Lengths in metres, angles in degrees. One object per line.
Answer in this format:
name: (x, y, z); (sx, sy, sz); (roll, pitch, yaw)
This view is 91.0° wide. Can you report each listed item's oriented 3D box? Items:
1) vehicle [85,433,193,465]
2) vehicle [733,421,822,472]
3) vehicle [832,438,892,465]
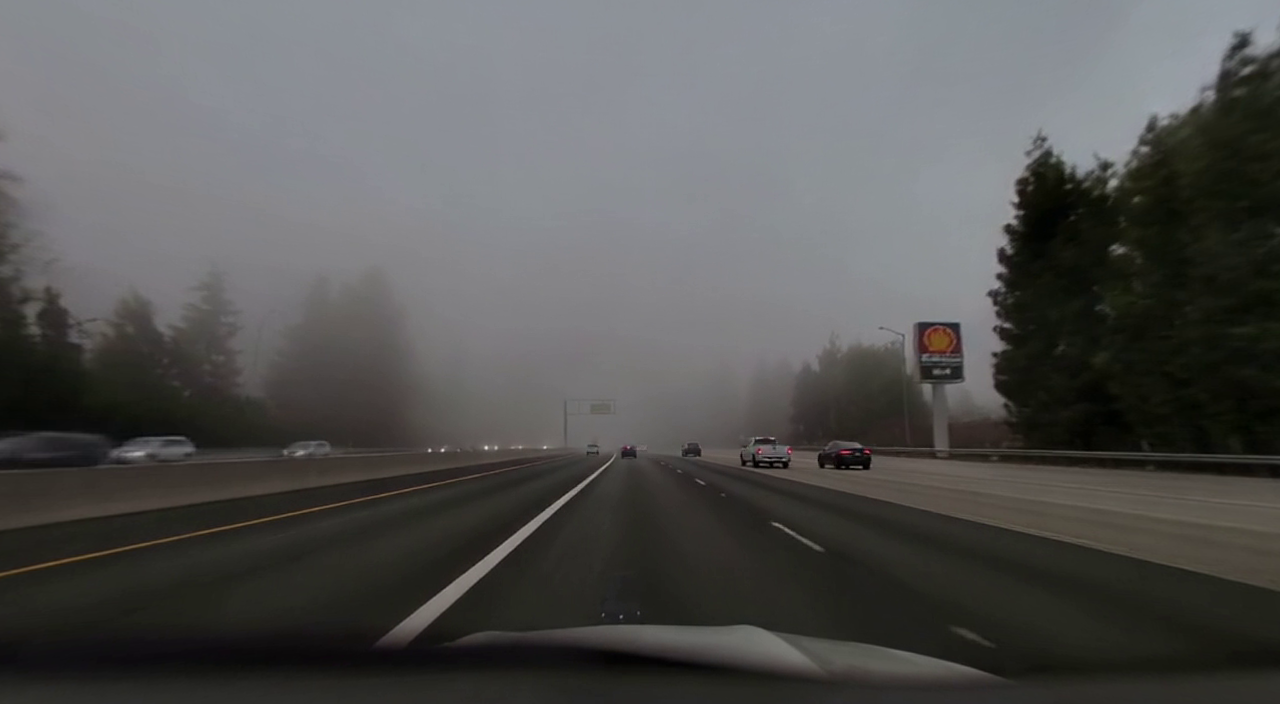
vehicle: (-32.577, 6.345, 41.243); (2.255, 1.931, 5.864); (0, -8, -1)
vehicle: (6.975, 4.988, 33.292); (2.779, 2.339, 8.073); (0, -8, -1)
vehicle: (13.946, 6.275, 39.876); (2.072, 1.611, 4.387); (0, -8, -2)
